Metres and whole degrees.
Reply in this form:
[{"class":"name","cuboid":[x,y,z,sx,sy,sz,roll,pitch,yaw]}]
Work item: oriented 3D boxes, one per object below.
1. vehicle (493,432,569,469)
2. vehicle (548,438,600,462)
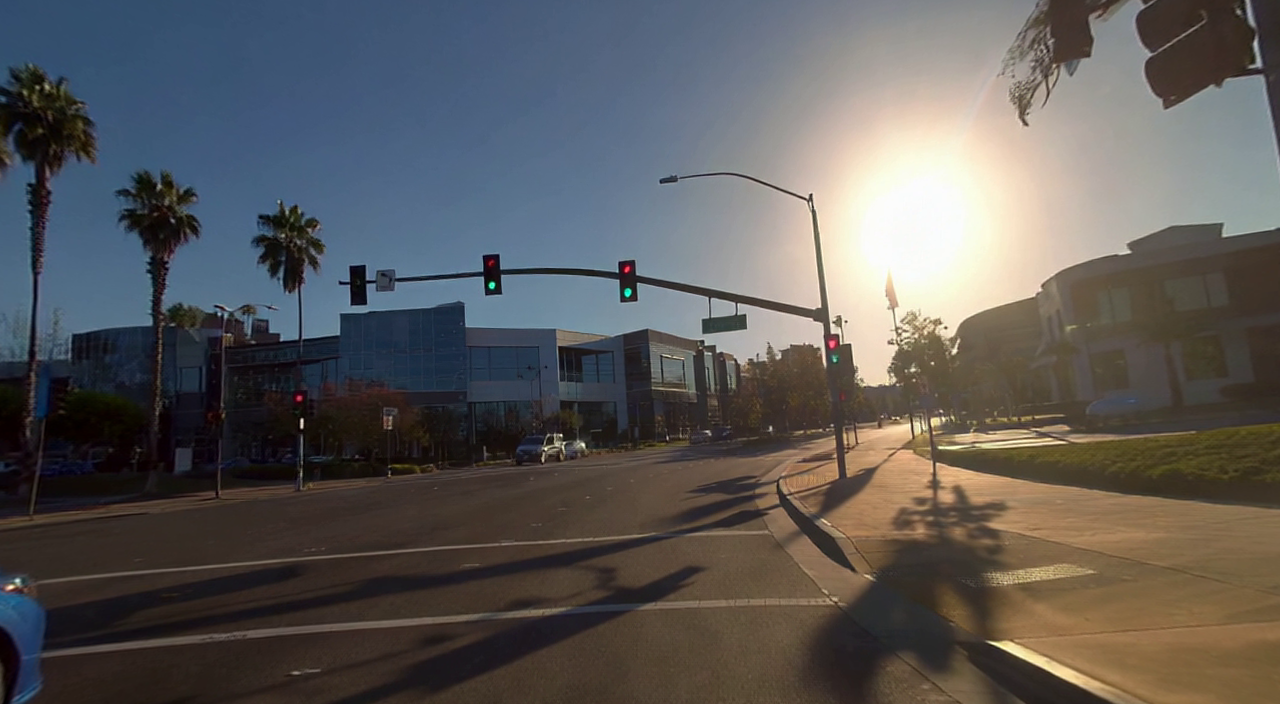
[{"class":"vehicle","cuboid":[-5.683,5.232,33.630,2.181,1.792,4.648,-3,-9,16]},{"class":"vehicle","cuboid":[-4.936,7.389,47.754,2.118,1.647,4.310,-4,-9,21]}]
